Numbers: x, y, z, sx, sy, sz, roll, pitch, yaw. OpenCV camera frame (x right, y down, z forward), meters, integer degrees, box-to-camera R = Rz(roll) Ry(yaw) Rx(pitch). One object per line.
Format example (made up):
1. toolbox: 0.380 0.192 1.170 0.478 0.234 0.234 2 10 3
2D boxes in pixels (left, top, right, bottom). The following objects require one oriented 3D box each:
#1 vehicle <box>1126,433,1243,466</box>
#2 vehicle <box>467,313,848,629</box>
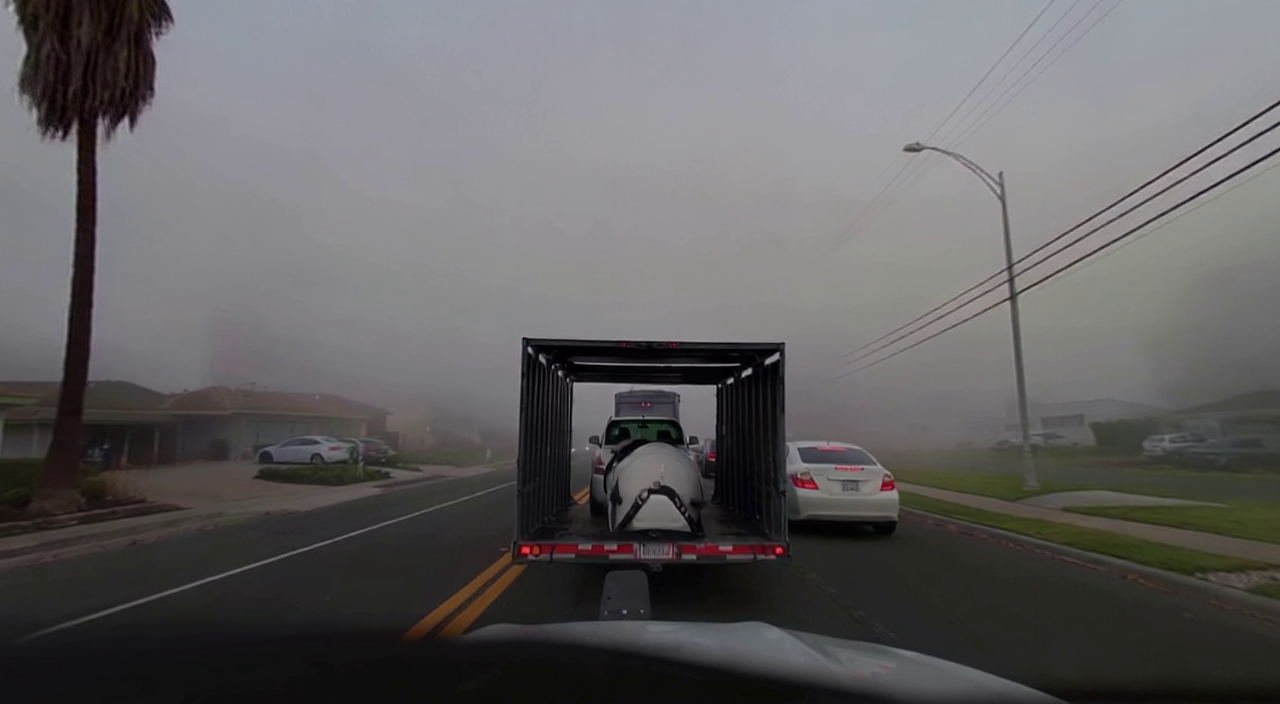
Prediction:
1. vehicle: 28.559 5.142 33.130 4.193 1.633 1.928 -4 -9 26
2. vehicle: 0.102 1.315 7.877 2.728 2.305 6.506 0 -8 0
